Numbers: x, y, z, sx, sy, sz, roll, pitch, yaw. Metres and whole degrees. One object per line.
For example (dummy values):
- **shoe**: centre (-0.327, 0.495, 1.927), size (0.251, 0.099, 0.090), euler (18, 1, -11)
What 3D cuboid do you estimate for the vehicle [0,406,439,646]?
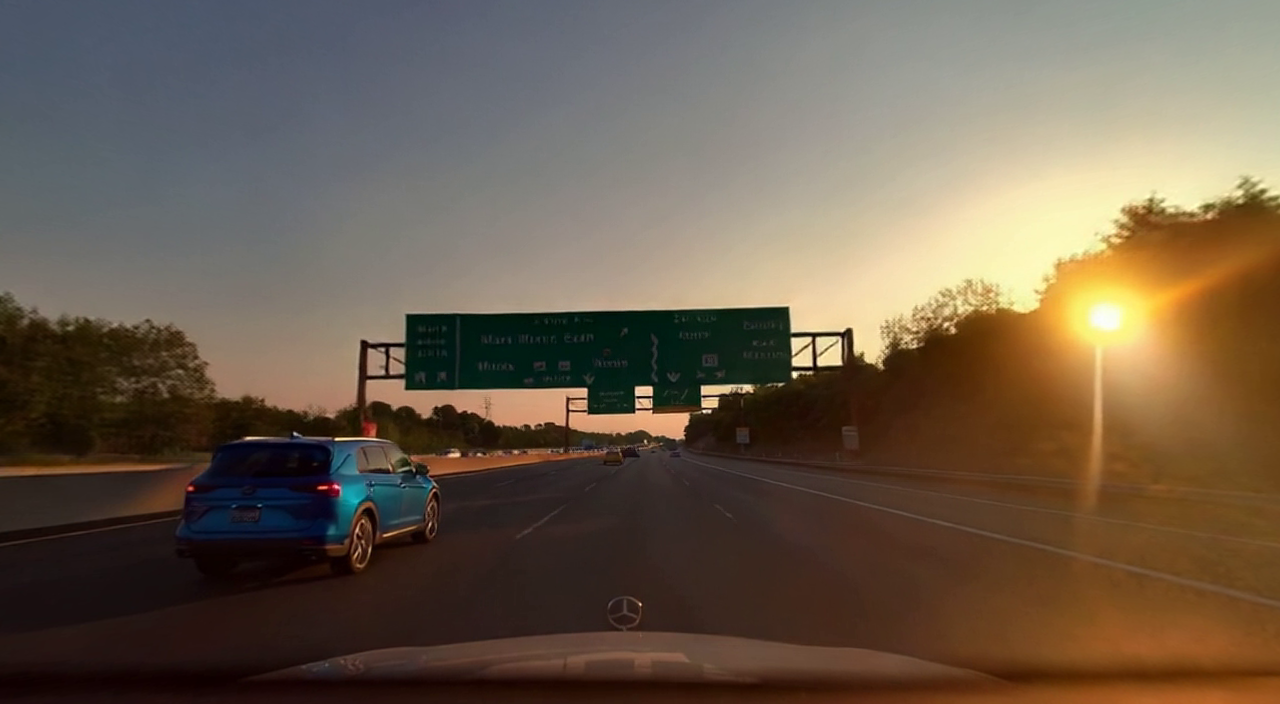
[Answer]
- **vehicle**: centre (-3.780, 1.501, 6.455), size (2.016, 1.623, 4.126), euler (0, -9, 1)
